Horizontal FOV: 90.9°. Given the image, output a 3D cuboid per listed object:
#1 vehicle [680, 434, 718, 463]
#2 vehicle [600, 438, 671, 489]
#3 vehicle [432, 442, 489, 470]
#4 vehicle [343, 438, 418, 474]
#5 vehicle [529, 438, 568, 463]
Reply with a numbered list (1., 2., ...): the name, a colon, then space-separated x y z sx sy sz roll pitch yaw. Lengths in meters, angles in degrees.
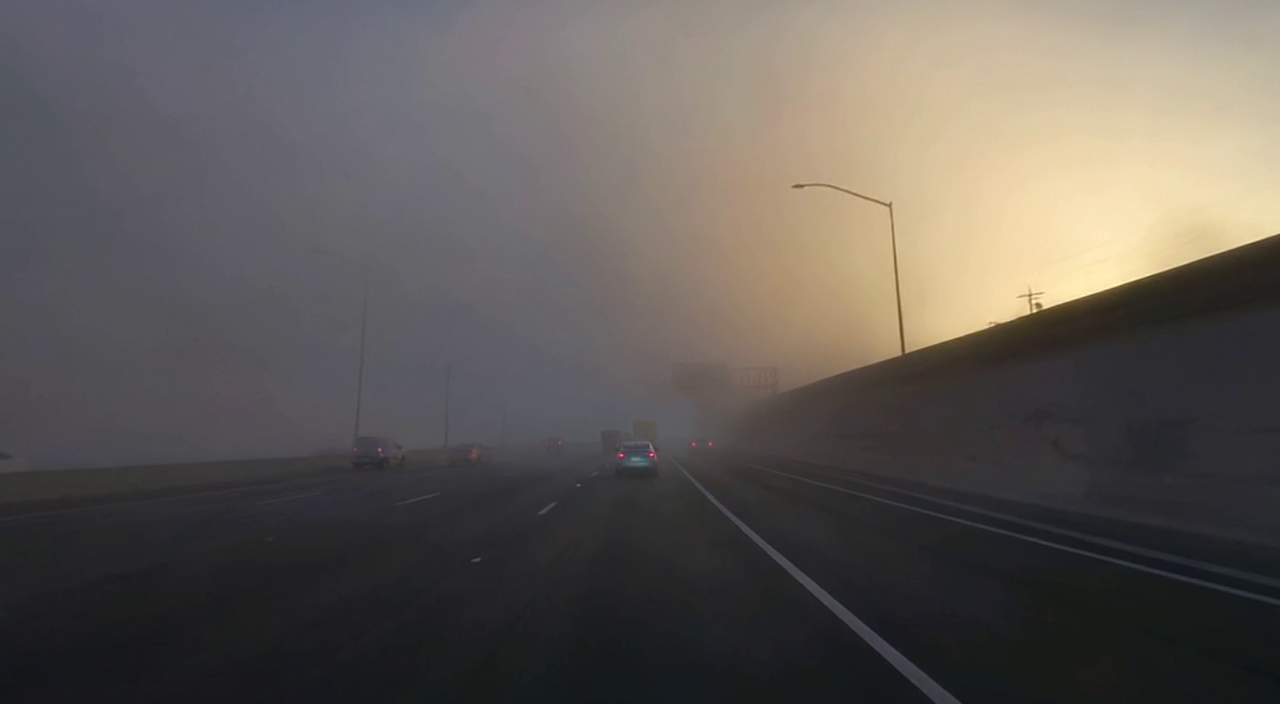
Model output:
1. vehicle: 3.765 6.309 41.211 2.001 1.771 4.250 0 -8 -1
2. vehicle: -0.090 3.542 20.354 2.042 1.446 4.269 0 -8 1
3. vehicle: -10.283 5.970 36.452 1.961 1.510 4.260 0 -8 1
4. vehicle: -13.569 5.459 33.319 2.045 1.712 4.457 0 -8 1
5. vehicle: -6.485 7.018 45.170 2.060 1.669 4.242 0 -8 1
